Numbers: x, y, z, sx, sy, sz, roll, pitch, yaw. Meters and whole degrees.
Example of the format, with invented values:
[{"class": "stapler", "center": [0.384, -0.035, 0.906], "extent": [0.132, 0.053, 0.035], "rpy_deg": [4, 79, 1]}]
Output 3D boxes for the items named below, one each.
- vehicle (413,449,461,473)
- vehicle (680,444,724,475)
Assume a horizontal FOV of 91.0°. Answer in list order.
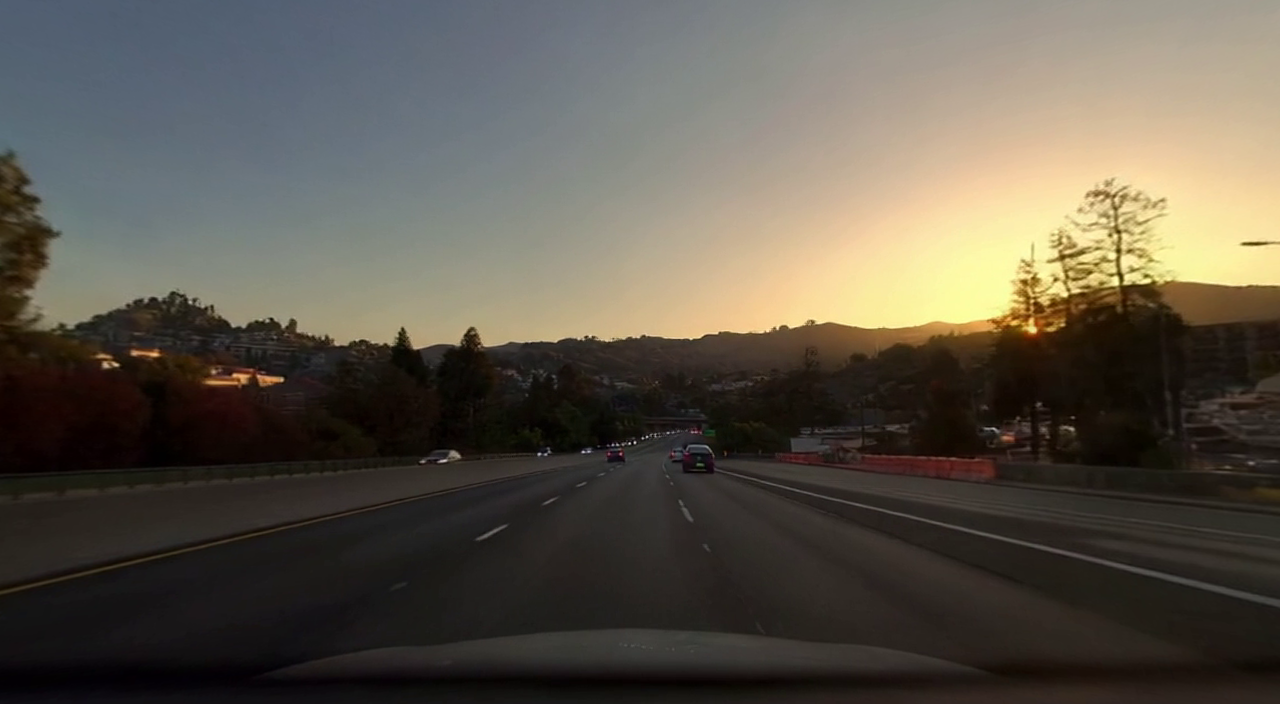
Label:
[{"class": "vehicle", "center": [-13.718, 7.354, 42.774], "extent": [1.749, 1.521, 4.263], "rpy_deg": [0, -9, 2]}, {"class": "vehicle", "center": [3.355, 5.939, 35.043], "extent": [1.974, 1.557, 4.479], "rpy_deg": [0, -9, 0]}]
